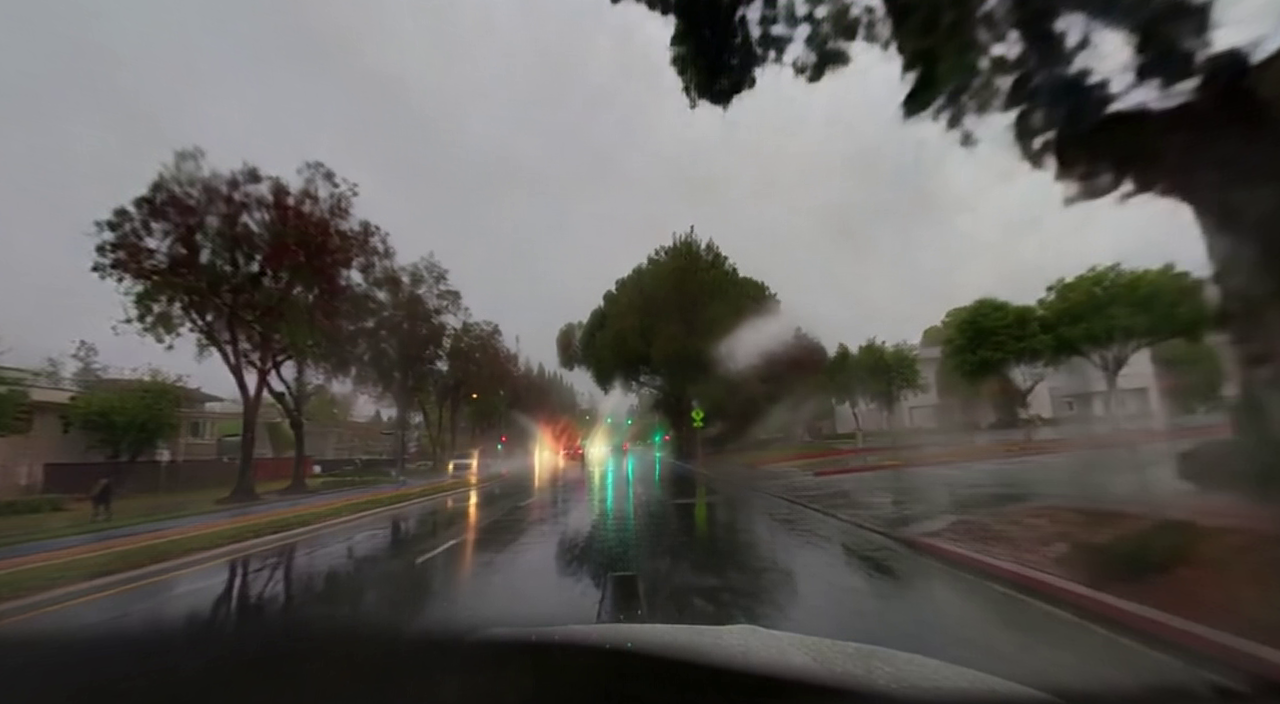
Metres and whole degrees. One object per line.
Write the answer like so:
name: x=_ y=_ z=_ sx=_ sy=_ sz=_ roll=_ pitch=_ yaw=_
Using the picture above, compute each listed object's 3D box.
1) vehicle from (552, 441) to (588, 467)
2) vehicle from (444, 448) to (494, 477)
vehicle: x=-4.841 y=7.128 z=44.298 sx=2.065 sy=1.714 sz=4.272 roll=0 pitch=-8 yaw=0
vehicle: x=-11.281 y=7.308 z=42.067 sx=2.121 sy=1.769 sz=4.359 roll=0 pitch=-8 yaw=0
